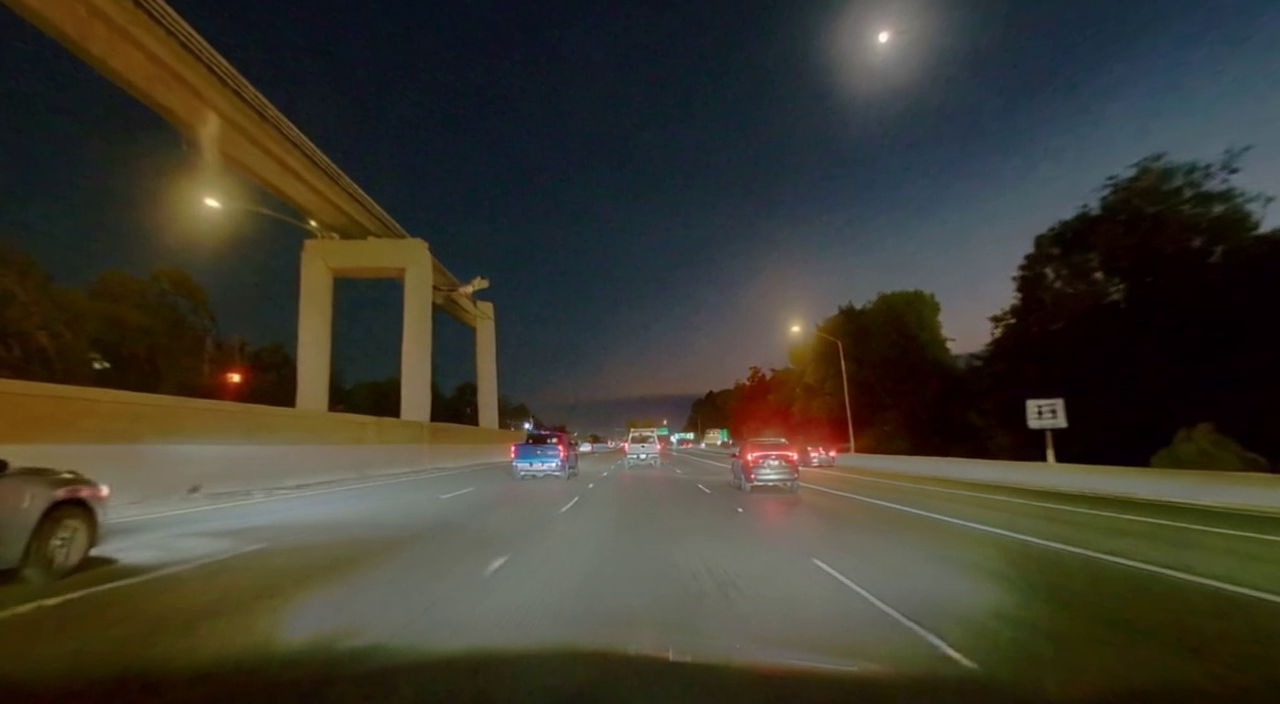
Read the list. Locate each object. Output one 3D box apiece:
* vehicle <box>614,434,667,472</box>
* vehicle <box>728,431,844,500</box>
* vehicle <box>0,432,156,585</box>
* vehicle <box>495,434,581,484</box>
[{"bbox_3d":[0.006,5.356,33.612,2.572,1.837,5.693,0,-9,0],"label":"vehicle"},{"bbox_3d":[3.801,3.048,17.285,2.119,1.653,4.000,0,-9,-1],"label":"vehicle"},{"bbox_3d":[-7.065,1.424,5.579,1.947,1.444,4.595,0,-9,0],"label":"vehicle"},{"bbox_3d":[-3.785,4.099,24.485,2.535,1.715,5.030,0,-9,-1],"label":"vehicle"}]
